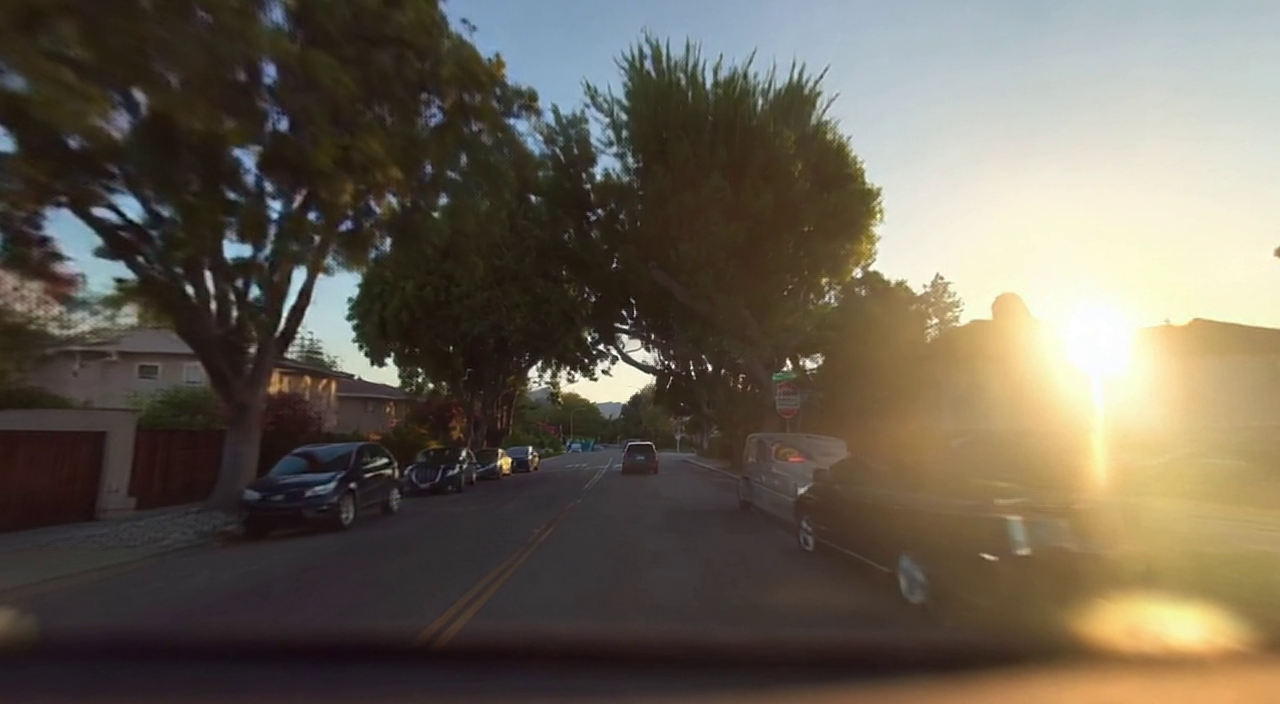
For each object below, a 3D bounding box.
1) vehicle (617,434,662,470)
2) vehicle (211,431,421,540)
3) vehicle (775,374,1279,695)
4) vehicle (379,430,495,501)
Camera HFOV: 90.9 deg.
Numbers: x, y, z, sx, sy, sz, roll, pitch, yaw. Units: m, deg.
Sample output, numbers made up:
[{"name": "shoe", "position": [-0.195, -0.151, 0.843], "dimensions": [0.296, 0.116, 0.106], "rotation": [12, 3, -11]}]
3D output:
[{"name": "vehicle", "position": [-0.036, 5.175, 32.872], "dimensions": [2.172, 1.722, 4.201], "rotation": [0, -8, 0]}, {"name": "vehicle", "position": [-5.825, 2.394, 12.066], "dimensions": [1.955, 1.659, 4.324], "rotation": [1, -8, -4]}, {"name": "vehicle", "position": [2.884, 1.362, 6.017], "dimensions": [1.970, 1.801, 4.721], "rotation": [0, -8, -2]}, {"name": "vehicle", "position": [-5.763, 3.242, 18.479], "dimensions": [1.899, 1.615, 4.624], "rotation": [-6, -8, -2]}]
